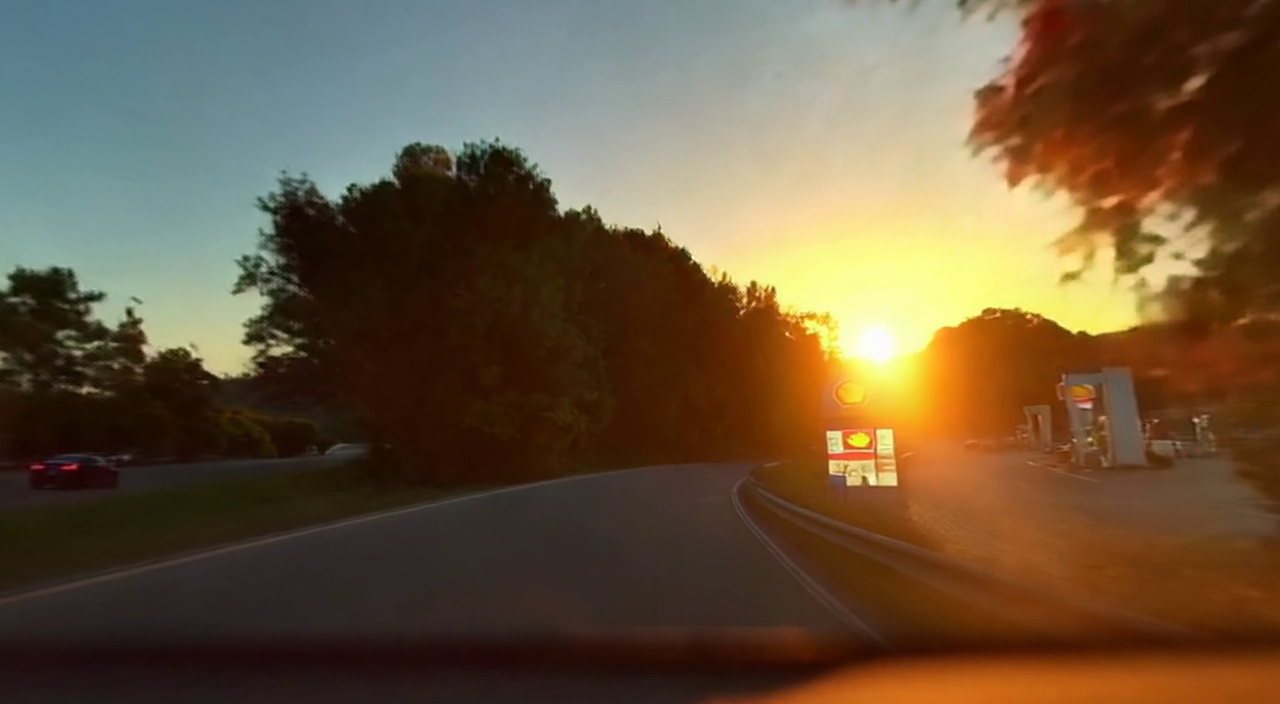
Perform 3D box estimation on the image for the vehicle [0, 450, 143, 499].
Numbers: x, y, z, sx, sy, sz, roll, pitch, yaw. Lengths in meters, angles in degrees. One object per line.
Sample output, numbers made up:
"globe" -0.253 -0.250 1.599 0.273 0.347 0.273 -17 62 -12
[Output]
"vehicle" -20.306 4.317 22.612 2.015 1.517 4.991 2 -10 -16
